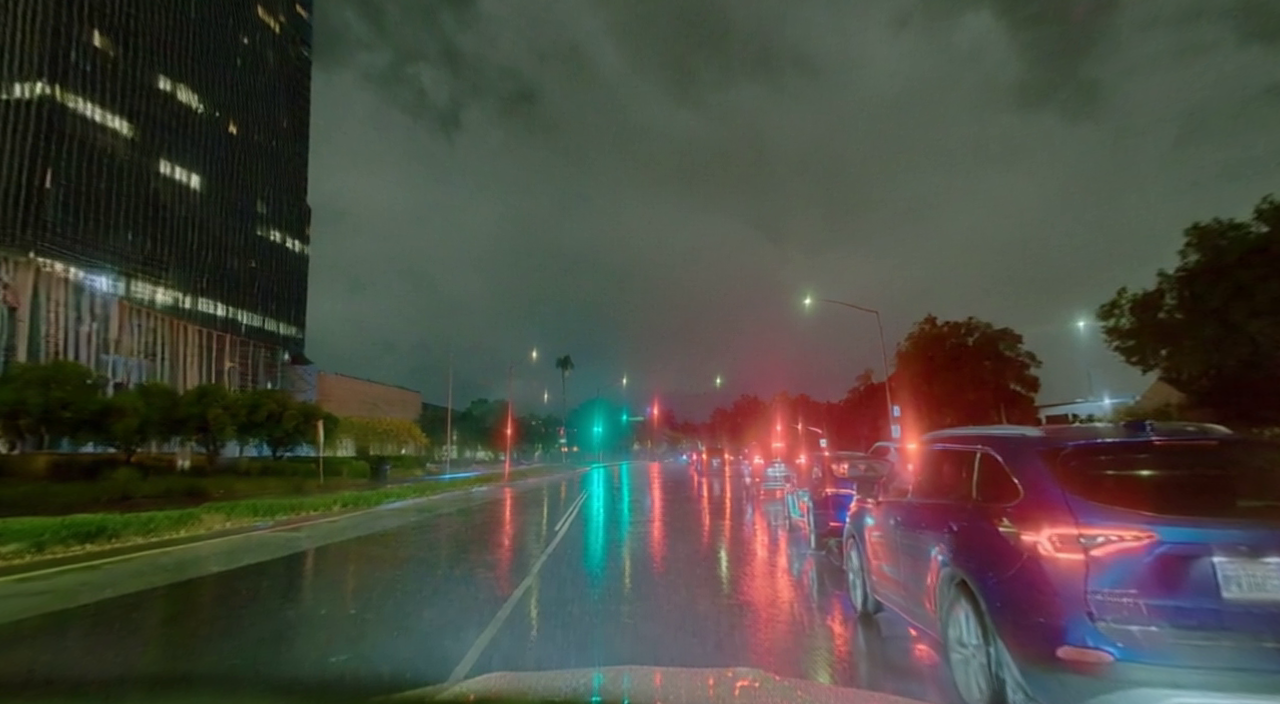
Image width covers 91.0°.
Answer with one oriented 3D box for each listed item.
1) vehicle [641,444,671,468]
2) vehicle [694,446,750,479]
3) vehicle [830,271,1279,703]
[{"bbox_3d":[1.308,8.132,49.490,2.121,1.728,4.161,-1,-9,5],"label":"vehicle"},{"bbox_3d":[4.107,5.589,32.177,2.183,1.553,3.923,0,-9,-2],"label":"vehicle"},{"bbox_3d":[2.453,1.007,3.475,2.092,1.703,4.870,-2,-9,10],"label":"vehicle"}]
